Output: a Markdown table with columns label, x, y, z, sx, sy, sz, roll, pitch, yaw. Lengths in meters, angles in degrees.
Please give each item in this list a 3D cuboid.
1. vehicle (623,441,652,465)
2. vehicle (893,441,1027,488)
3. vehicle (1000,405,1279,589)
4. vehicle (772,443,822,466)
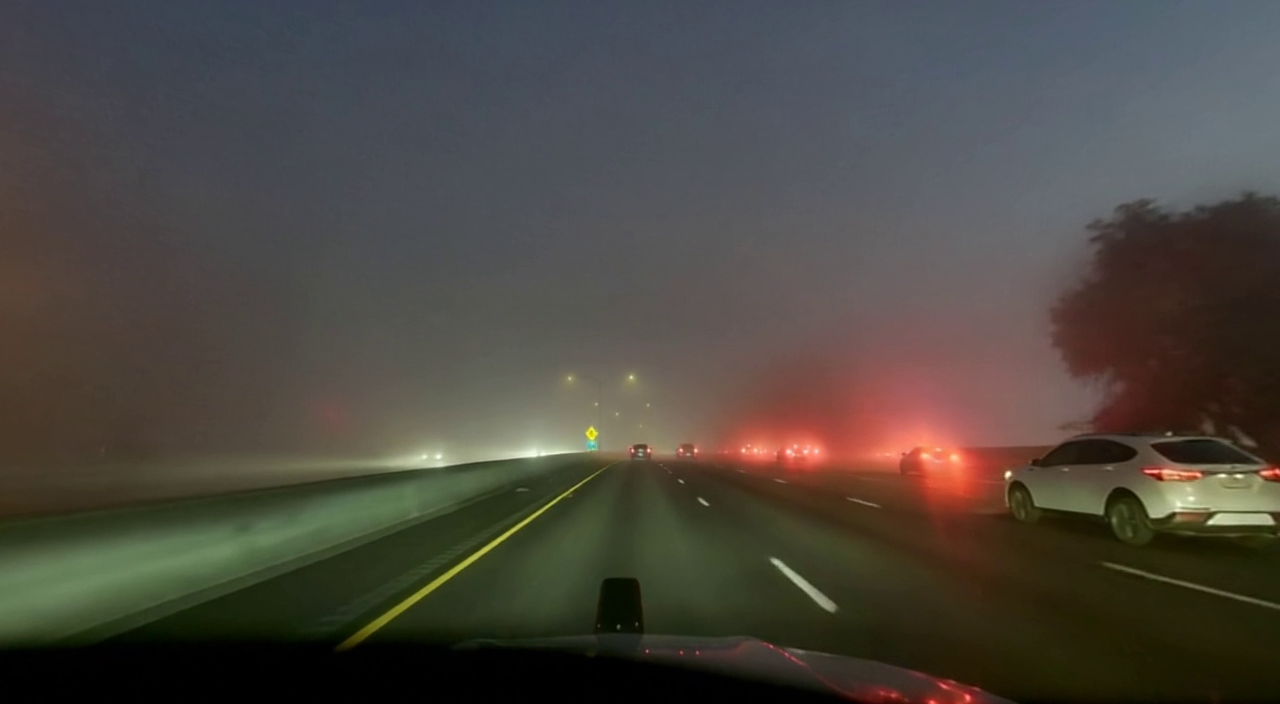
| label | x | y | z | sx | sy | sz | roll | pitch | yaw |
| --- | --- | --- | --- | --- | --- | --- | --- | --- | --- |
| vehicle | -0.229 | 7.075 | 44.578 | 1.864 | 1.566 | 4.446 | 0 | -8 | -3 |
| vehicle | 10.952 | 3.863 | 22.130 | 2.087 | 1.442 | 4.834 | 0 | -8 | -1 |
| vehicle | 6.900 | 1.648 | 7.929 | 2.027 | 1.679 | 4.543 | 0 | -8 | -1 |
| vehicle | 11.168 | 7.342 | 45.456 | 2.194 | 1.489 | 5.141 | 0 | -8 | -1 |
